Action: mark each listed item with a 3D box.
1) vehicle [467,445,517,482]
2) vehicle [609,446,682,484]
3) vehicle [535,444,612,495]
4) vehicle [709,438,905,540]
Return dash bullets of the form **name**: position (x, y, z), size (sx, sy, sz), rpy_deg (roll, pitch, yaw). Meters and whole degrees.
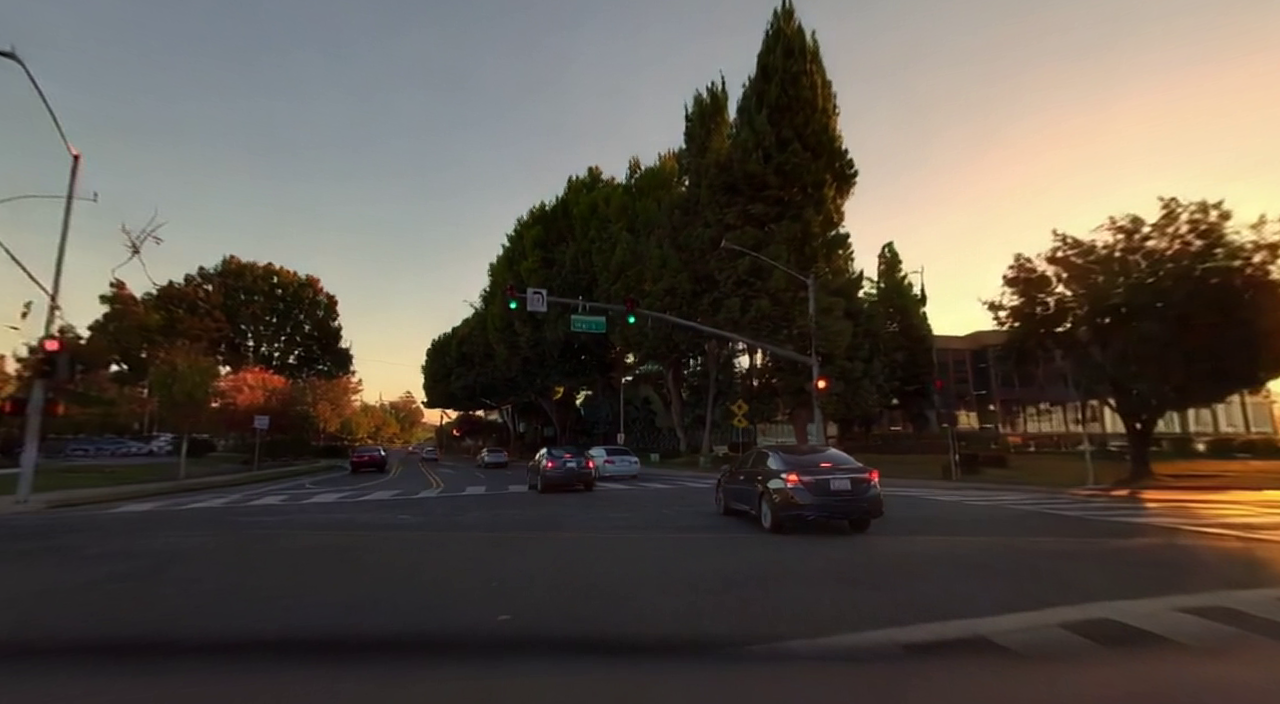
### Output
- **vehicle**: position (-6.874, 5.133, 29.229), size (2.012, 1.492, 4.079), rpy_deg (3, -8, -13)
- **vehicle**: position (0.119, 4.793, 27.204), size (1.957, 1.463, 4.701), rpy_deg (2, -9, -15)
- **vehicle**: position (-2.459, 4.016, 22.080), size (2.308, 1.535, 4.811), rpy_deg (2, -9, -10)
- **vehicle**: position (2.748, 2.368, 11.651), size (1.984, 1.476, 4.488), rpy_deg (1, -9, -6)
